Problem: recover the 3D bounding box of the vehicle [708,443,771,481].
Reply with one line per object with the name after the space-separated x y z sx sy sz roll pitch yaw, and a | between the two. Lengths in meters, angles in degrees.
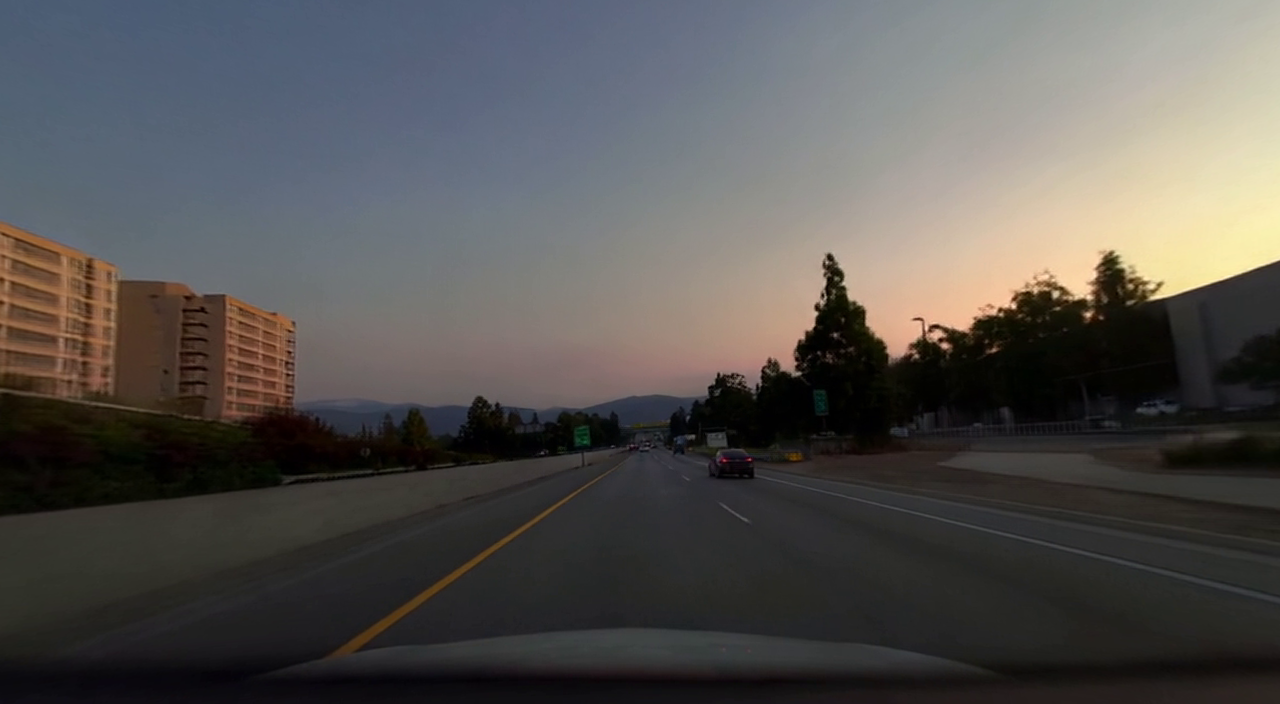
4.344 4.855 28.147 2.042 1.518 4.477 0 -9 -1 | vehicle
